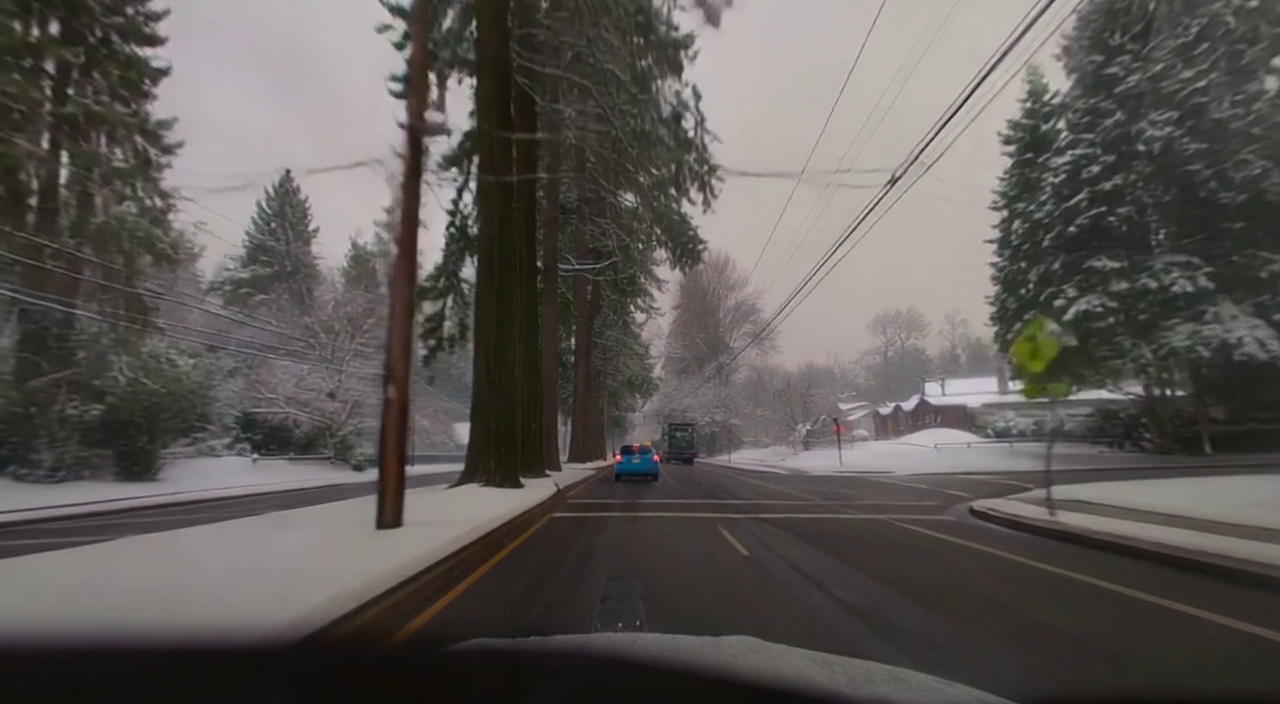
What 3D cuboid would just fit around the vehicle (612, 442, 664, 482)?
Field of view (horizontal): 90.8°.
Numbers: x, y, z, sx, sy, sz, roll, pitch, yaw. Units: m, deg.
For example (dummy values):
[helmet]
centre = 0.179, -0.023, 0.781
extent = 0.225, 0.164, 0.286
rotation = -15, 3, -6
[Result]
[vehicle]
centre = -0.116, 4.561, 26.459
extent = 2.018, 1.511, 3.993
rotation = 0, -8, -1
